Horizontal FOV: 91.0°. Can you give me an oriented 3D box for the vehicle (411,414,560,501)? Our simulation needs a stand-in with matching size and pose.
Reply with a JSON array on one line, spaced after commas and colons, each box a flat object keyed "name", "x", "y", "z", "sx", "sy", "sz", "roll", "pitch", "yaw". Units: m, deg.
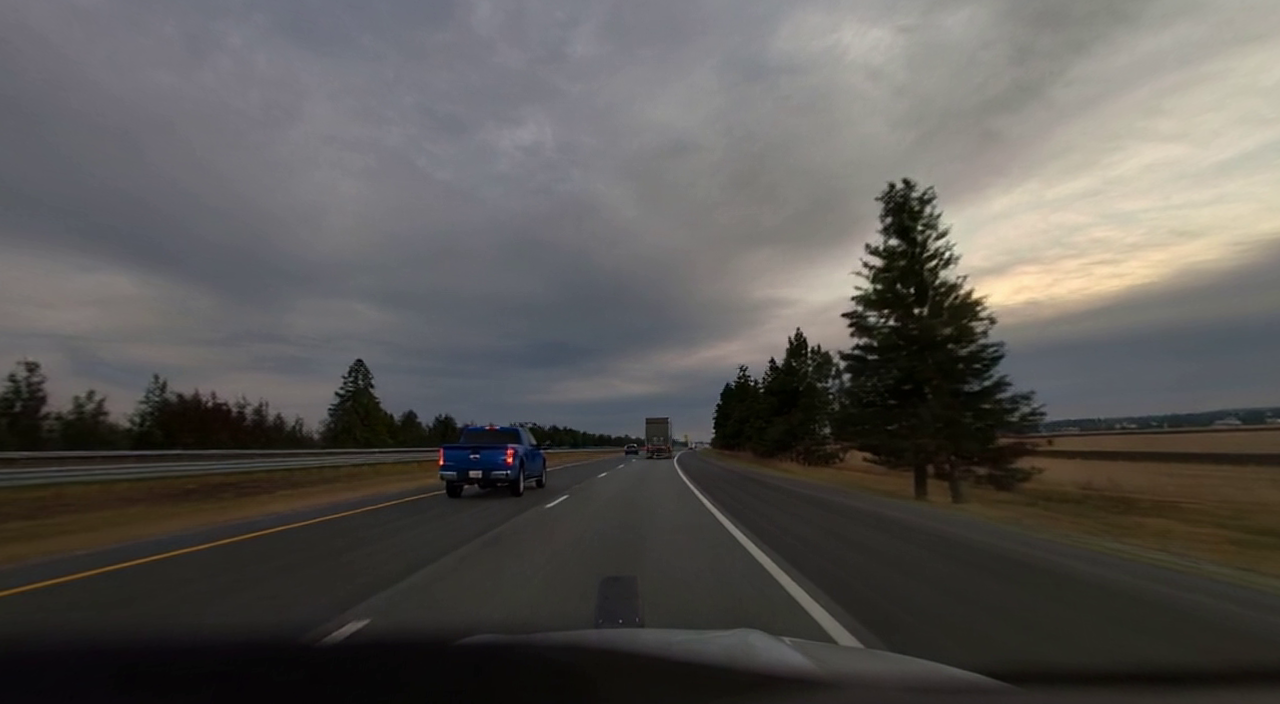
[{"name": "vehicle", "x": -3.565, "y": 2.597, "z": 15.775, "sx": 2.295, "sy": 1.815, "sz": 4.983, "roll": 0, "pitch": -9, "yaw": 2}]
